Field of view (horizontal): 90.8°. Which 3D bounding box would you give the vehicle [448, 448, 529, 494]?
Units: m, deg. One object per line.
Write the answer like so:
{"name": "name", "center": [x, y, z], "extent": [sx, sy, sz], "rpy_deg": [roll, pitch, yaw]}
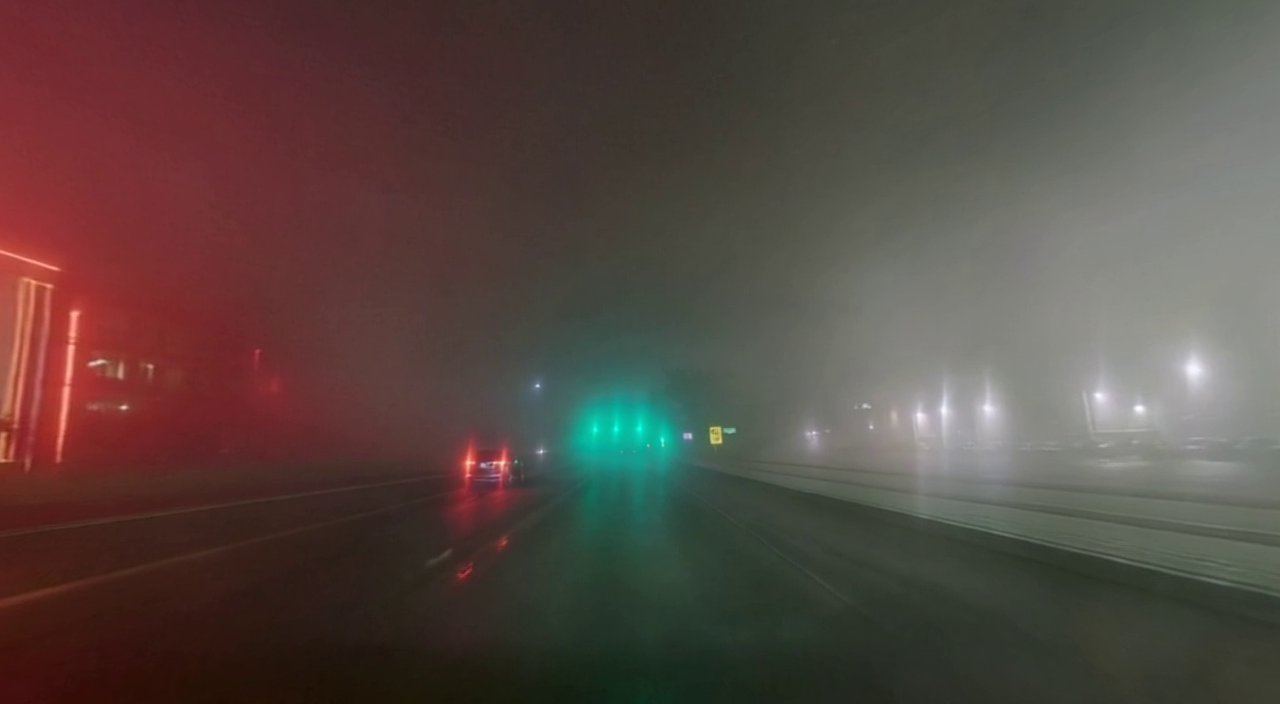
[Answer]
{"name": "vehicle", "center": [-5.494, 4.326, 23.388], "extent": [1.943, 1.510, 4.201], "rpy_deg": [0, -9, 0]}
